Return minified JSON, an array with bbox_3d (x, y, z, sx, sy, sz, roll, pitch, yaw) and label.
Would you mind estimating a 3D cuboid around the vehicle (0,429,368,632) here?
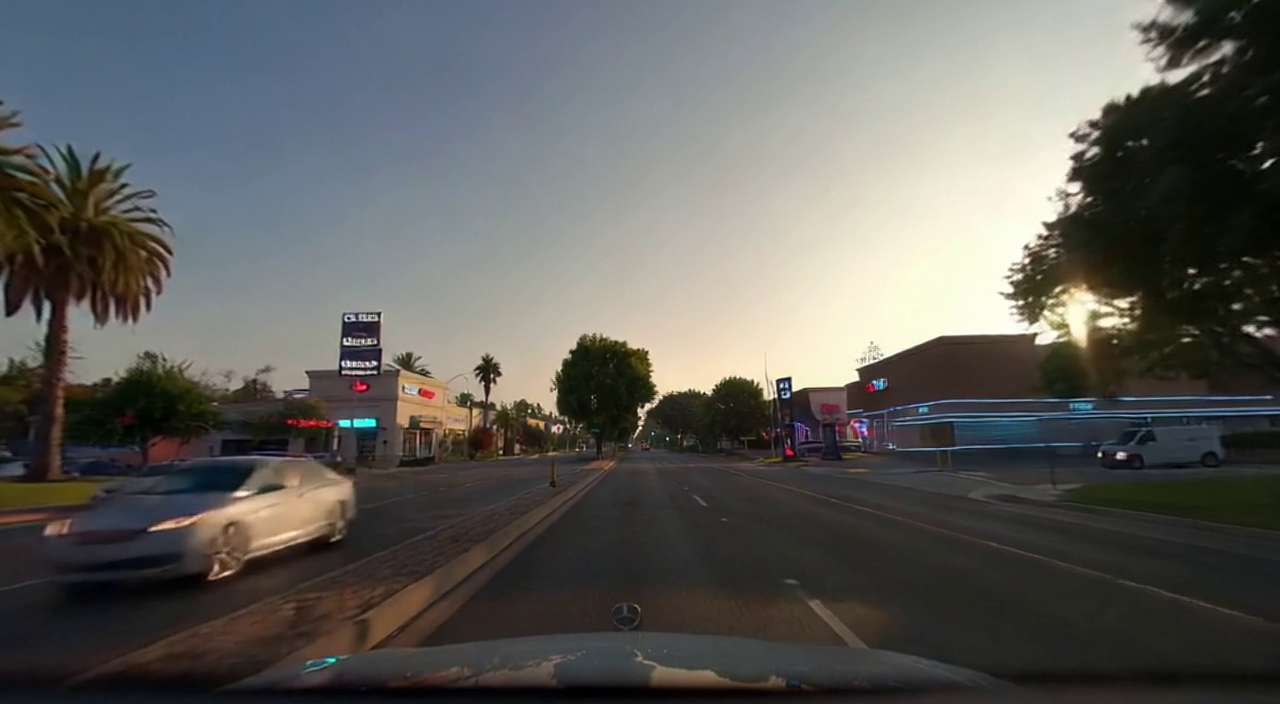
[{"bbox_3d":[-4.870,1.633,6.839,1.934,1.471,4.280,0,-8,0],"label":"vehicle"}]
